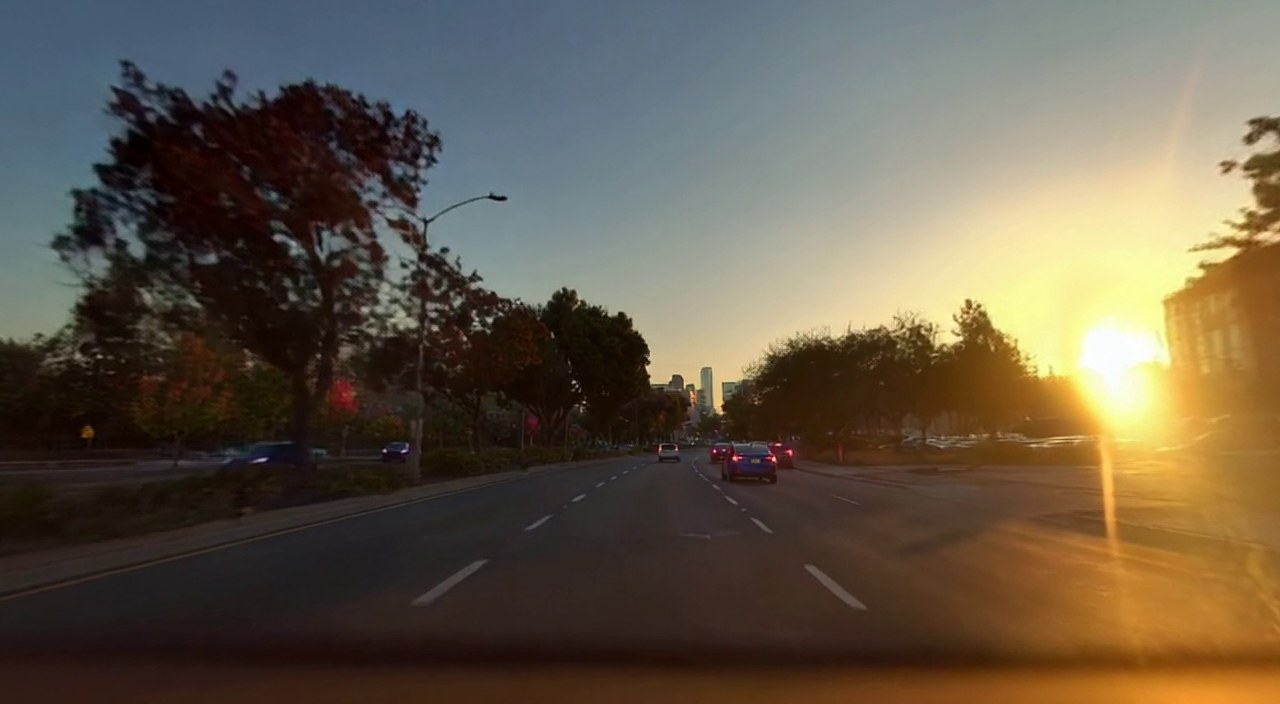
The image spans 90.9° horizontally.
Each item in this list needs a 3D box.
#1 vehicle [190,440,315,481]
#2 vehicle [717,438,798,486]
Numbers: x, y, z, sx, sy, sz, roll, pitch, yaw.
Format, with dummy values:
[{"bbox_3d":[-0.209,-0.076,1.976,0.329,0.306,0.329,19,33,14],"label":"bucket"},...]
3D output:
[{"bbox_3d":[-15.723,4.409,25.951,2.055,1.495,4.772,0,-8,1],"label":"vehicle"},{"bbox_3d":[4.044,3.871,22.483,1.981,1.499,4.536,0,-8,0],"label":"vehicle"}]
